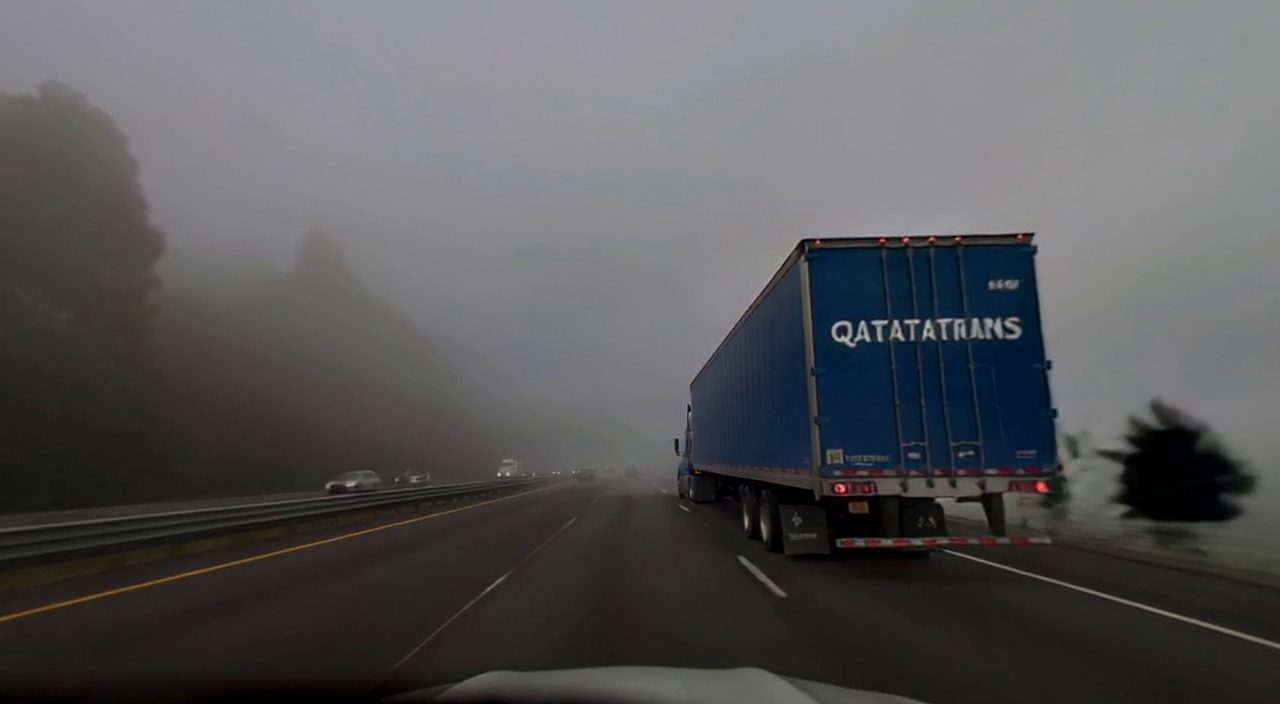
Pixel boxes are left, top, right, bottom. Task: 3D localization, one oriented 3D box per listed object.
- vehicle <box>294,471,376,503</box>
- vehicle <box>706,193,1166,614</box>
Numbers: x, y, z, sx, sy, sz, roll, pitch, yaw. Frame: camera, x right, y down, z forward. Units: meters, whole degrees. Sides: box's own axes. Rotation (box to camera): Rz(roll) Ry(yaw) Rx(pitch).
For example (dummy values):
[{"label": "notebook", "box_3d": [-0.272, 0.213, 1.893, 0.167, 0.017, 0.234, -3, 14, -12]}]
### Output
[{"label": "vehicle", "box_3d": [-17.224, 7.649, 35.917, 2.088, 1.600, 4.994, 0, -11, 1]}, {"label": "vehicle", "box_3d": [3.284, 1.350, 11.313, 2.871, 4.032, 10.642, 1, -11, -1]}]
